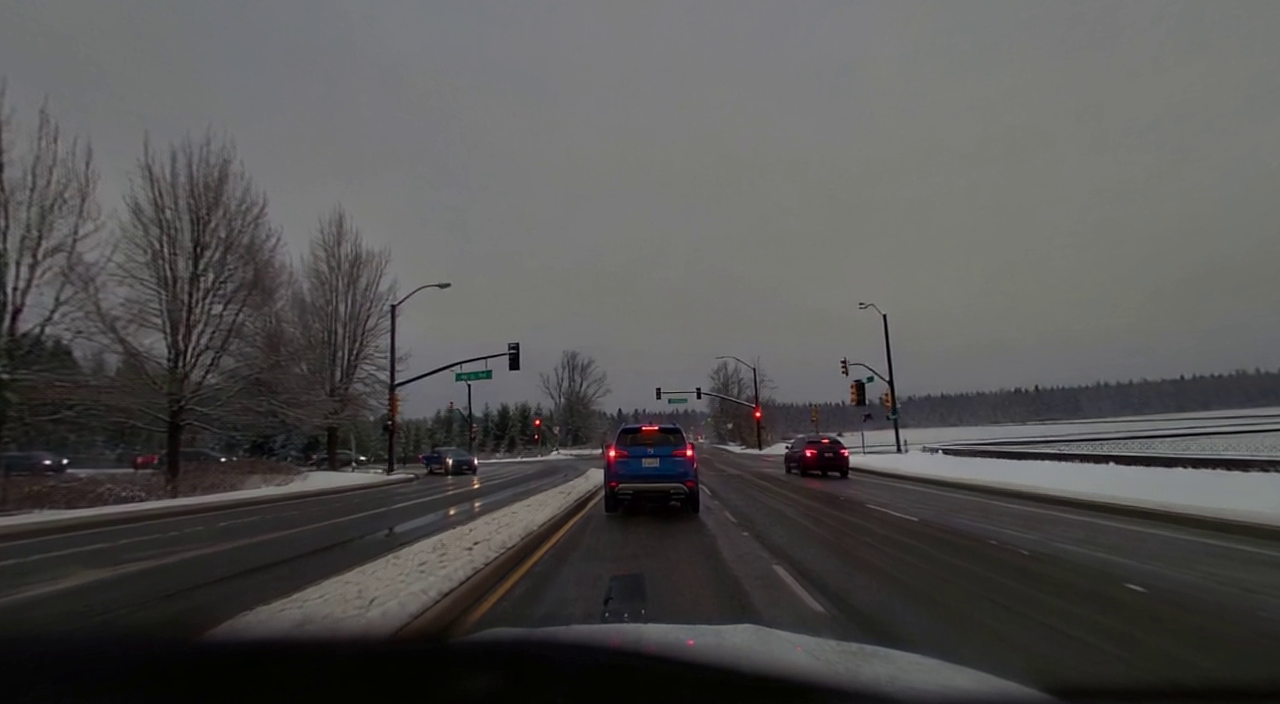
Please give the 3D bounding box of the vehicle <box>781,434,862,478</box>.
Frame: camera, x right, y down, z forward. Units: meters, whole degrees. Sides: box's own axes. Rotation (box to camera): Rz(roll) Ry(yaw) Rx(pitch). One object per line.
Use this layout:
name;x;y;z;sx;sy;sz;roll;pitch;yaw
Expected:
vehicle;7.279;4.208;25.835;2.012;1.636;4.352;0;-8;0

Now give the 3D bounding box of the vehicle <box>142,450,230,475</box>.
vehicle;-31.458;7.654;43.760;4.608;1.680;2.026;-1;-8;3

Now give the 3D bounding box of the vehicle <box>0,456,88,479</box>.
vehicle;-40.953;7.874;42.979;4.559;1.458;2.265;-1;-8;3

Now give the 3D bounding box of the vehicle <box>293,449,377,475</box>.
vehicle;-20.044;7.196;41.527;4.510;1.606;2.192;-2;-9;12

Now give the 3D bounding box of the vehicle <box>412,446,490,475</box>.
vehicle;-10.906;6.168;36.166;2.425;1.480;4.707;7;-11;-41

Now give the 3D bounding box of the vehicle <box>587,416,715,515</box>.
vehicle;0.203;2.357;13.514;2.298;1.770;4.138;0;-8;0
